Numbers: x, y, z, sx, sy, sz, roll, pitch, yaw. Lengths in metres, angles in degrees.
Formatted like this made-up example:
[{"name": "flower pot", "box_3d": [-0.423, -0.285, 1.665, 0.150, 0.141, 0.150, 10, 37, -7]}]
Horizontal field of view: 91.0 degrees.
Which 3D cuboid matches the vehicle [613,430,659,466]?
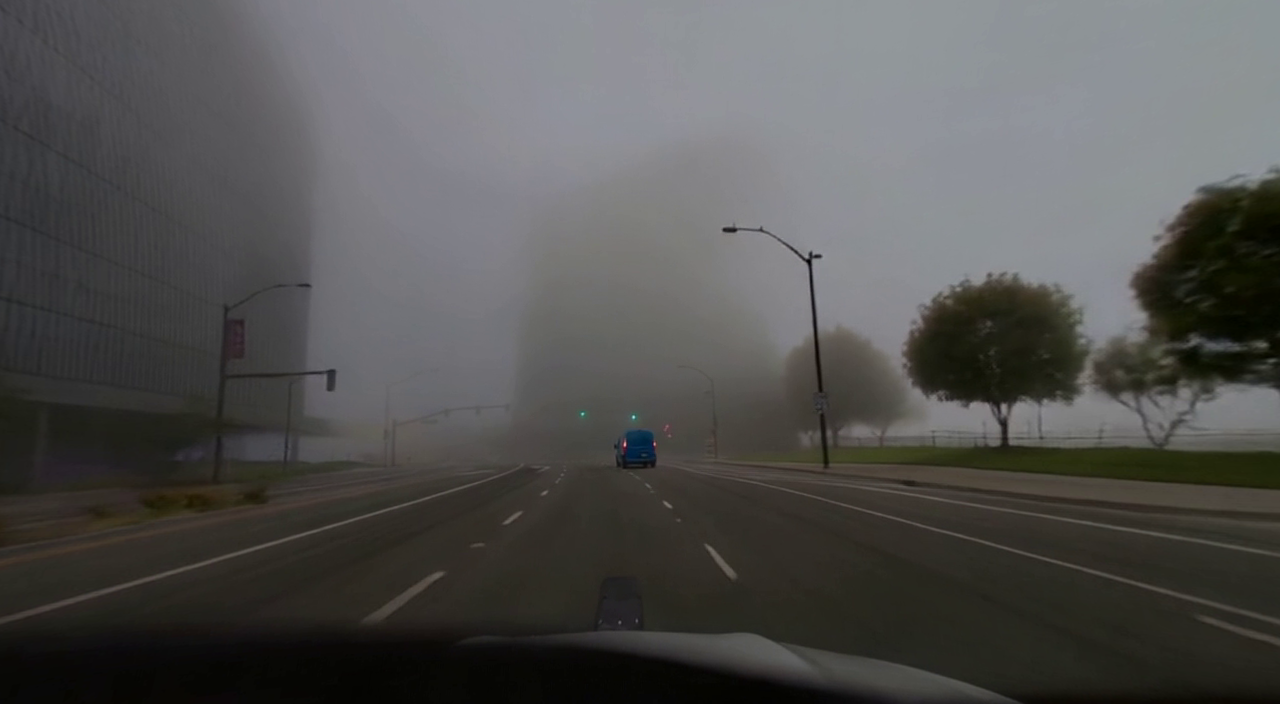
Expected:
[{"name": "vehicle", "box_3d": [-0.359, 6.437, 42.179, 2.339, 2.244, 4.817, 1, -8, -9]}]
